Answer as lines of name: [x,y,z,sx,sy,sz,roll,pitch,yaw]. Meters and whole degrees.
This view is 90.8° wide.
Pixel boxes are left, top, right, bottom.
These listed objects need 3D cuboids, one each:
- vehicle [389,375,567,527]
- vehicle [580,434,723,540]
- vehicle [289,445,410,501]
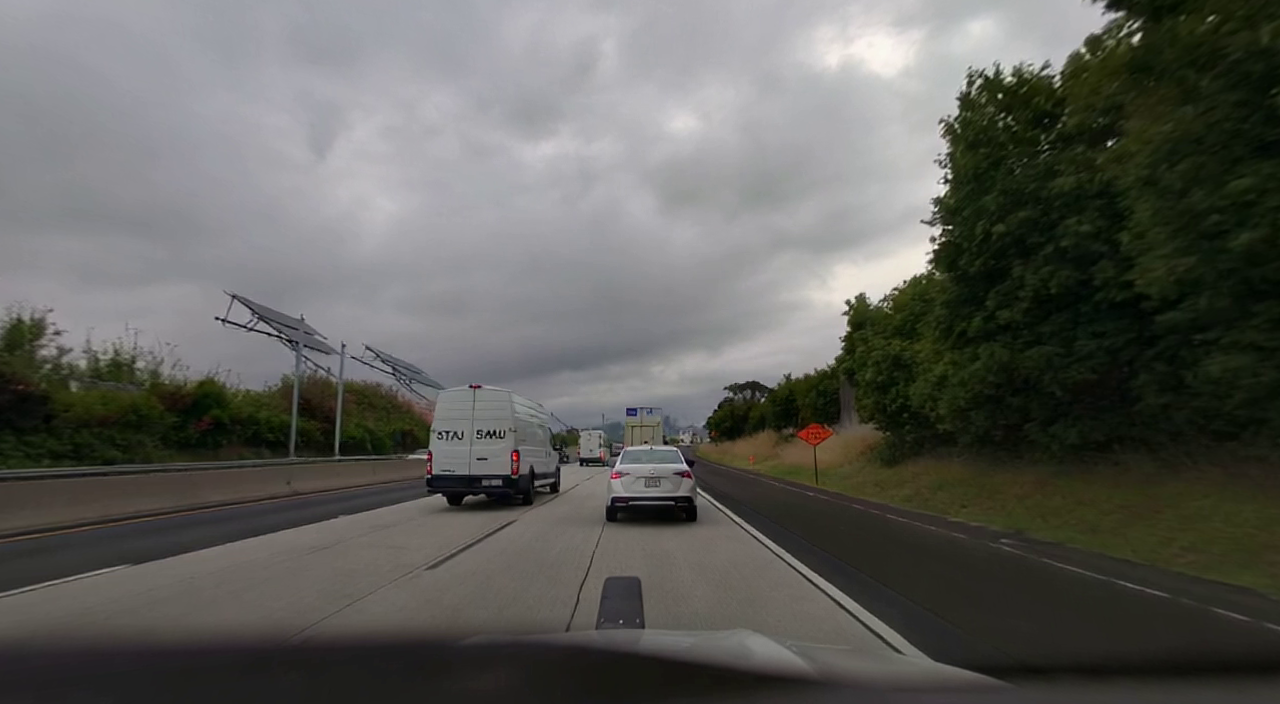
vehicle: [-3.329,2.303,14.873,2.289,2.757,6.726,0,-9,1]
vehicle: [0.143,2.226,10.940,2.063,1.507,3.488,0,-9,-1]
vehicle: [-8.524,3.546,18.869,1.876,1.482,3.539,0,-9,1]
